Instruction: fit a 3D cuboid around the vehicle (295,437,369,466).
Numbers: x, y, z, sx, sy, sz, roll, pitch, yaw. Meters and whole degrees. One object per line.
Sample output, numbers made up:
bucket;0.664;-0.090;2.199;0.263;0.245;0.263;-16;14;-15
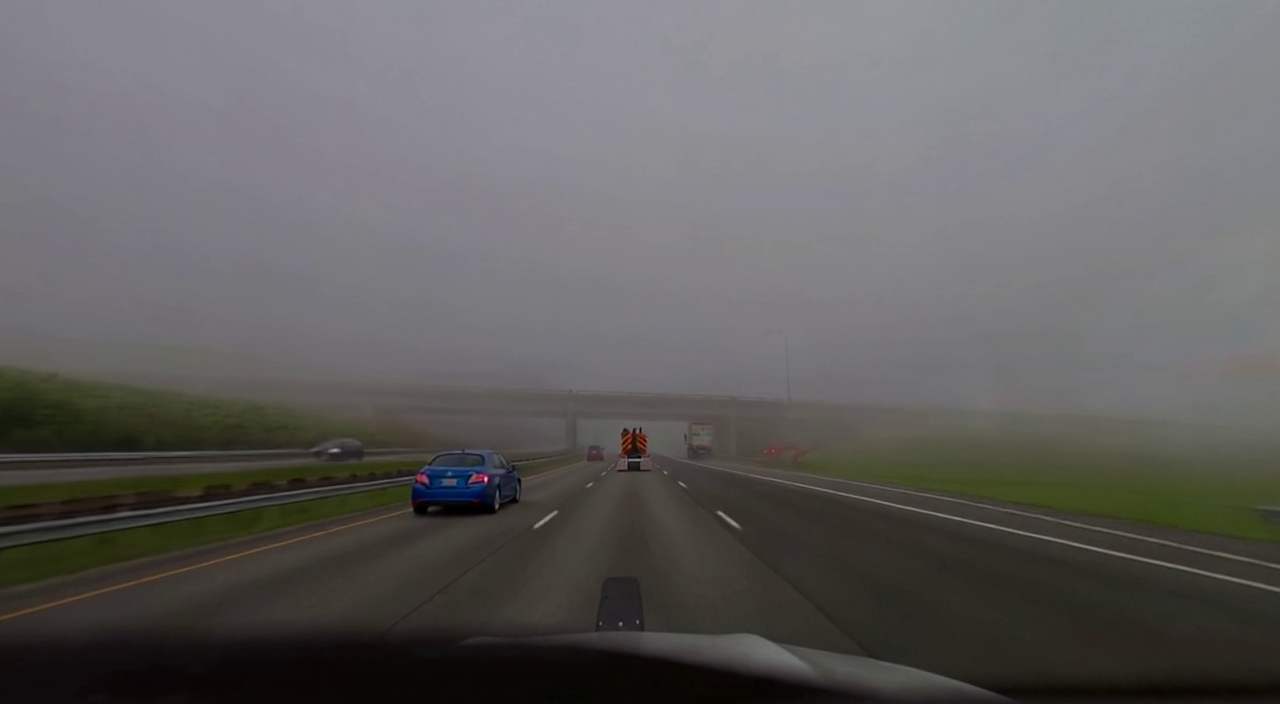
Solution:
vehicle;-16.560;5.361;34.181;1.737;1.456;4.422;0;-8;1

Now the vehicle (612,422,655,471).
vehicle;-0.467;6.453;43.259;2.672;3.056;6.900;0;-8;-1

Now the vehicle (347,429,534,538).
vehicle;-3.409;2.332;11.804;2.088;1.643;4.215;0;-8;0
